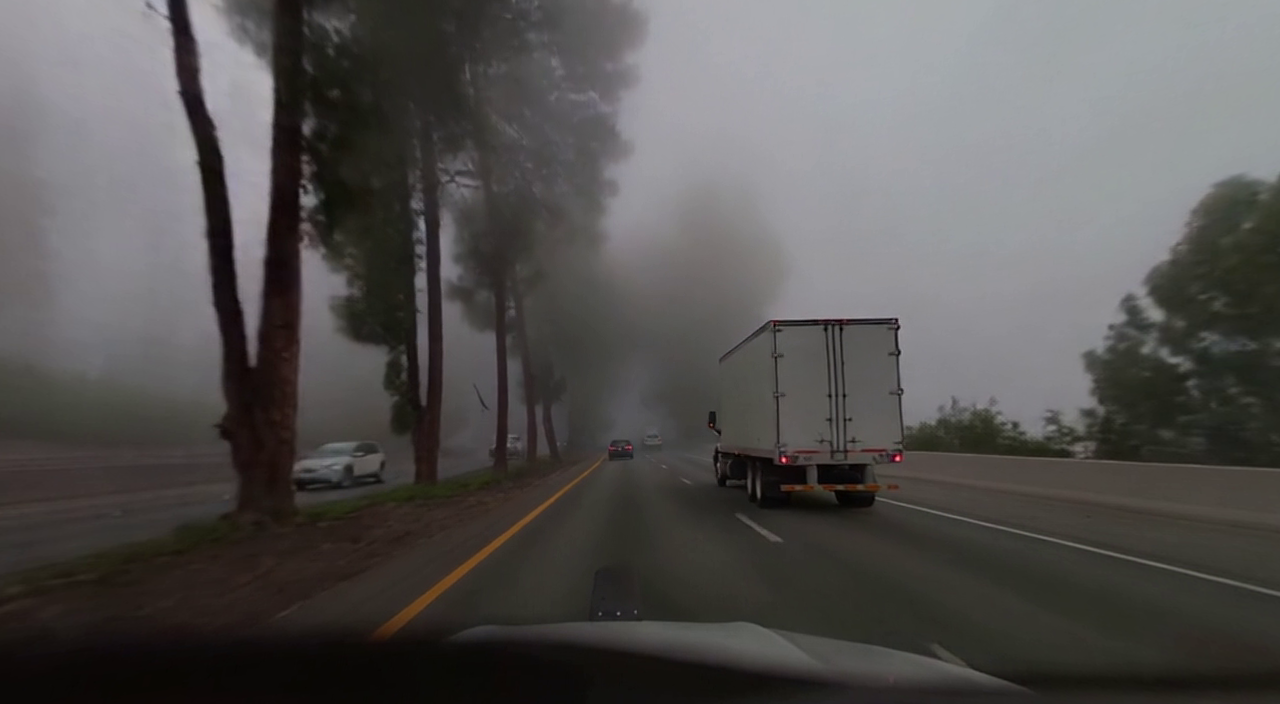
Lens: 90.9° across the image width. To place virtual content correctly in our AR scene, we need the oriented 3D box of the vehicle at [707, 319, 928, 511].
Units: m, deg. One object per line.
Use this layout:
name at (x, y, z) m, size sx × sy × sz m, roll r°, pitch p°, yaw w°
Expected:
vehicle at (3.667, 1.663, 15.686) m, size 2.921 × 3.526 × 8.207 m, roll 0°, pitch -7°, yaw -1°

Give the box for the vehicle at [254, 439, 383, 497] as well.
vehicle at (-9.927, 3.564, 19.879) m, size 1.963 × 1.573 × 3.985 m, roll 0°, pitch -7°, yaw -1°

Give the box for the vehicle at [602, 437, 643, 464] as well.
vehicle at (-1.025, 5.684, 36.732) m, size 2.259 × 1.466 × 3.693 m, roll 0°, pitch -7°, yaw -1°

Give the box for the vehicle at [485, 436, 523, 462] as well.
vehicle at (-9.875, 7.040, 46.058) m, size 1.985 × 1.746 × 3.918 m, roll 0°, pitch -7°, yaw -1°
